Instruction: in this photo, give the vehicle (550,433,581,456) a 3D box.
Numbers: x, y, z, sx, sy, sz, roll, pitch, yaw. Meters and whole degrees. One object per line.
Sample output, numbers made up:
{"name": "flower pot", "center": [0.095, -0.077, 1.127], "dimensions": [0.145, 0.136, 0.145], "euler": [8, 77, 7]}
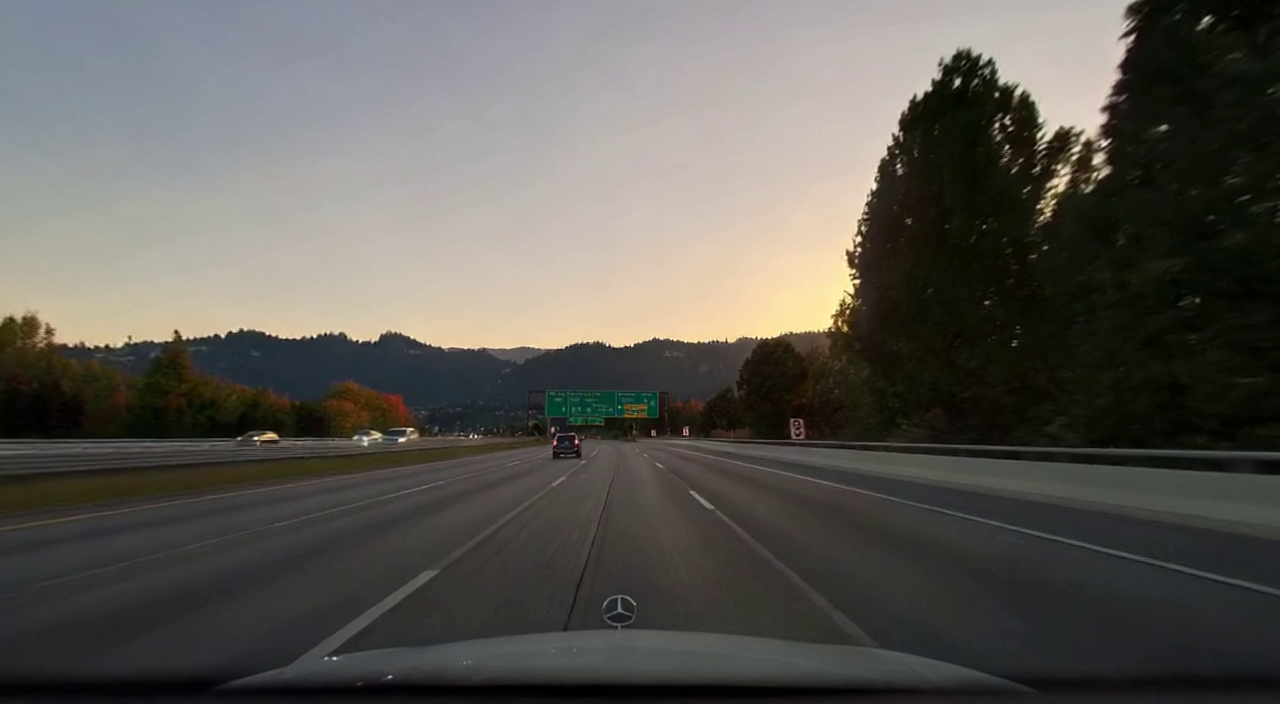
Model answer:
{"name": "vehicle", "center": [-5.283, 6.620, 45.060], "dimensions": [1.878, 1.548, 3.966], "euler": [0, -8, -1]}
